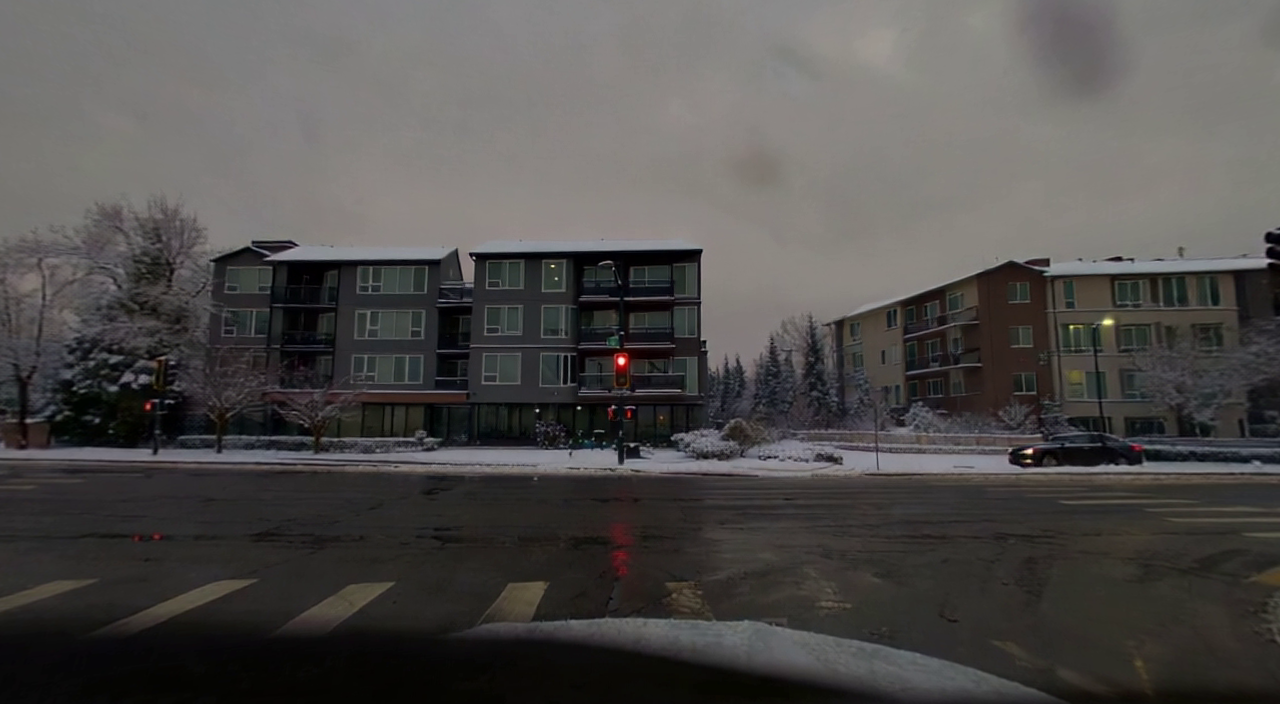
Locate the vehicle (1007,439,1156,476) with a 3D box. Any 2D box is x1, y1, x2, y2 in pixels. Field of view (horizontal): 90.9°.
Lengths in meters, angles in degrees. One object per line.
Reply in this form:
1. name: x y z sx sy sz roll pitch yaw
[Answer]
1. vehicle: 18.577 4.462 26.700 4.823 1.458 1.914 0 -9 -1
